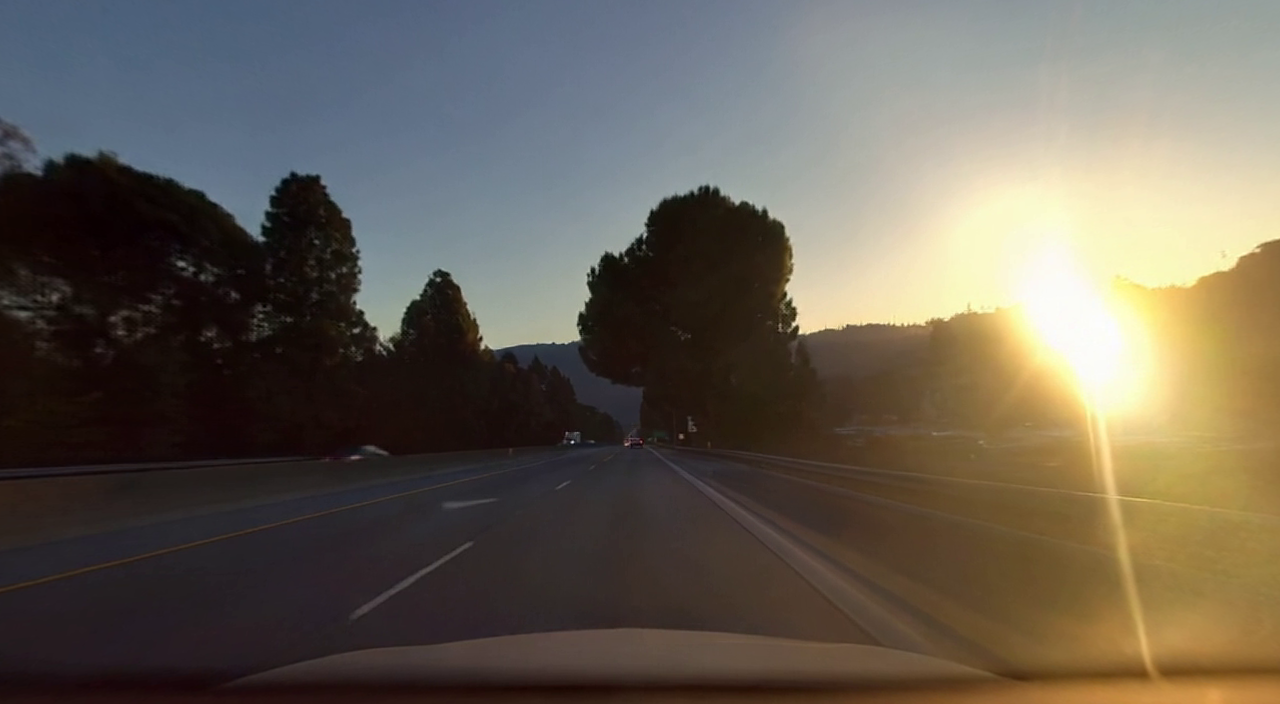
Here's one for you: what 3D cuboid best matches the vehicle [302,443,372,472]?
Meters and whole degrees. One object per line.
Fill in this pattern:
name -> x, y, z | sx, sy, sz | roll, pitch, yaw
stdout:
vehicle -> -16.452, 5.724, 34.410 | 1.829, 1.464, 3.999 | 0, -8, 0
